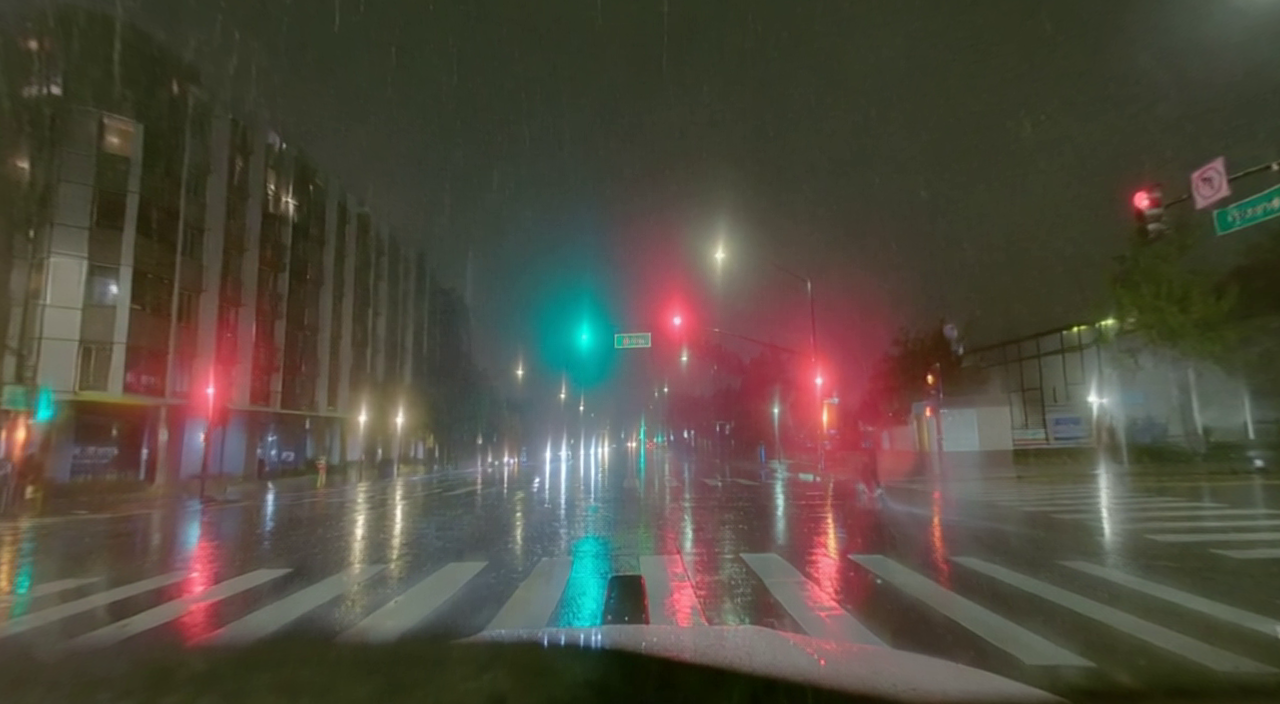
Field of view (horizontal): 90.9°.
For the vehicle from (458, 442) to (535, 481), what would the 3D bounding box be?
[{"bbox_3d":[-5.887,4.549,26.485,2.127,1.473,4.428,0,-8,1],"label":"vehicle"}]
